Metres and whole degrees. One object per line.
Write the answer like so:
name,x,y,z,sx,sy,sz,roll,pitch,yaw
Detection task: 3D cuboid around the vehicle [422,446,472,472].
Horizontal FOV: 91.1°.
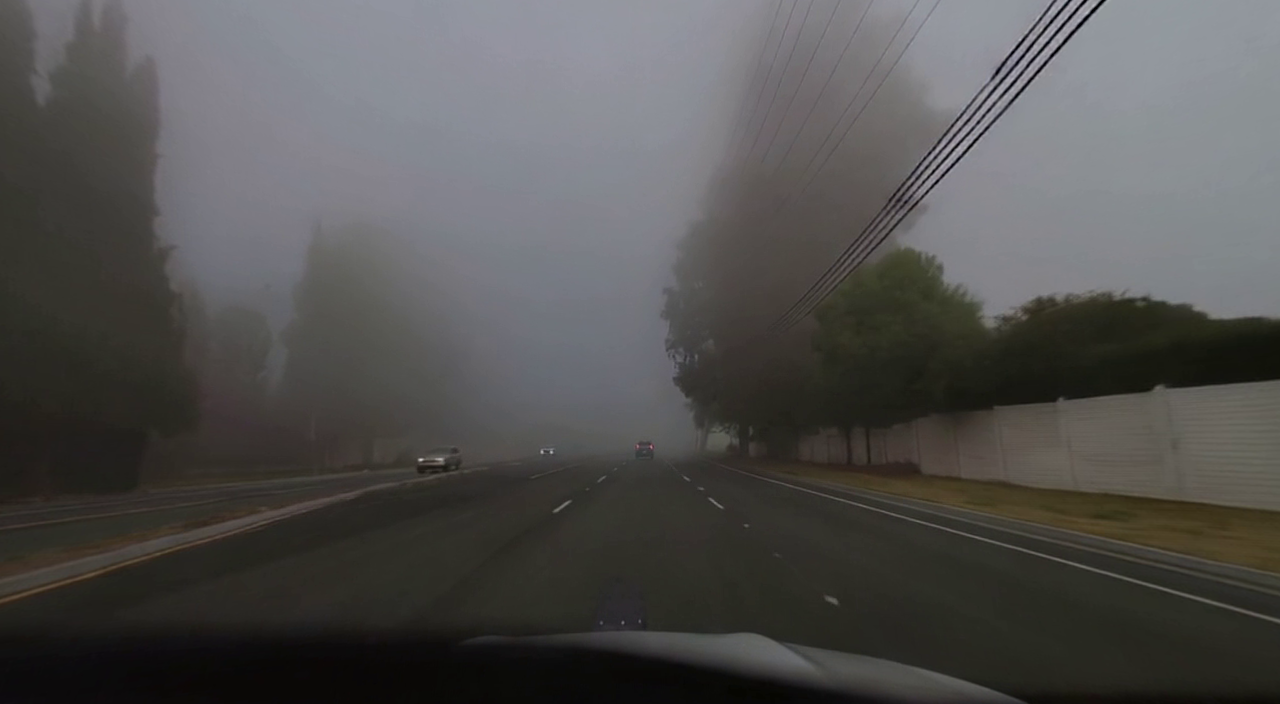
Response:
vehicle,-12.935,7.172,42.310,1.904,1.622,4.348,0,-8,2
